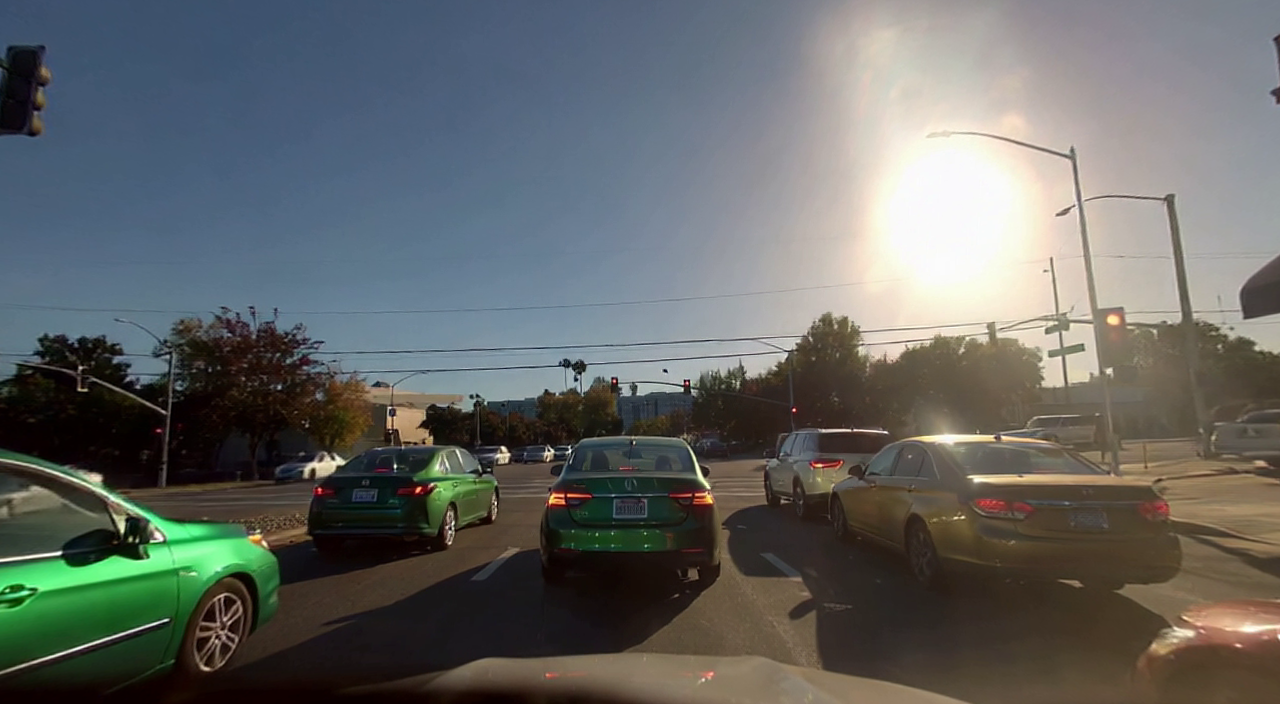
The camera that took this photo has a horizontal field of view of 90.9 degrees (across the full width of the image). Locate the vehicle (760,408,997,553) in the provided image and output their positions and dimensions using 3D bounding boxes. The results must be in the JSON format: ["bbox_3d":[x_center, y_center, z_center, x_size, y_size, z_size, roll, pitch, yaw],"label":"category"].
[{"bbox_3d":[3.307,1.868,9.821,1.992,1.744,4.183,0,-8,-1],"label":"vehicle"}]

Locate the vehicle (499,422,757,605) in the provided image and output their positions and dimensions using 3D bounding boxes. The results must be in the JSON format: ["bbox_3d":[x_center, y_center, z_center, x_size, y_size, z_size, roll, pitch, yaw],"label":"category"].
[{"bbox_3d":[-0.129,1.649,7.373,2.140,1.499,4.119,0,-8,-1],"label":"vehicle"}]

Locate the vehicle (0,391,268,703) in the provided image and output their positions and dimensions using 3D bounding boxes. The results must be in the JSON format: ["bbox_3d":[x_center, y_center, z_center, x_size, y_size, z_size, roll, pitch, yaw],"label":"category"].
[{"bbox_3d":[-3.480,0.849,1.838,2.016,1.547,4.414,0,-8,1],"label":"vehicle"}]

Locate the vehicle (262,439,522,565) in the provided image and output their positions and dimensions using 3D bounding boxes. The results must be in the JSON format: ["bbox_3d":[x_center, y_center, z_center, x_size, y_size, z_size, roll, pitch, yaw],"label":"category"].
[{"bbox_3d":[-3.300,2.068,9.539,1.995,1.436,4.373,-1,-8,2],"label":"vehicle"}]

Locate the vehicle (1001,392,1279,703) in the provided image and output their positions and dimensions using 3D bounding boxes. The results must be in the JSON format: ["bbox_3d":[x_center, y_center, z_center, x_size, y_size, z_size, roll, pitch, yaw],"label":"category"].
[{"bbox_3d":[3.939,0.969,3.104,1.800,1.519,4.198,0,-8,0],"label":"vehicle"}]
